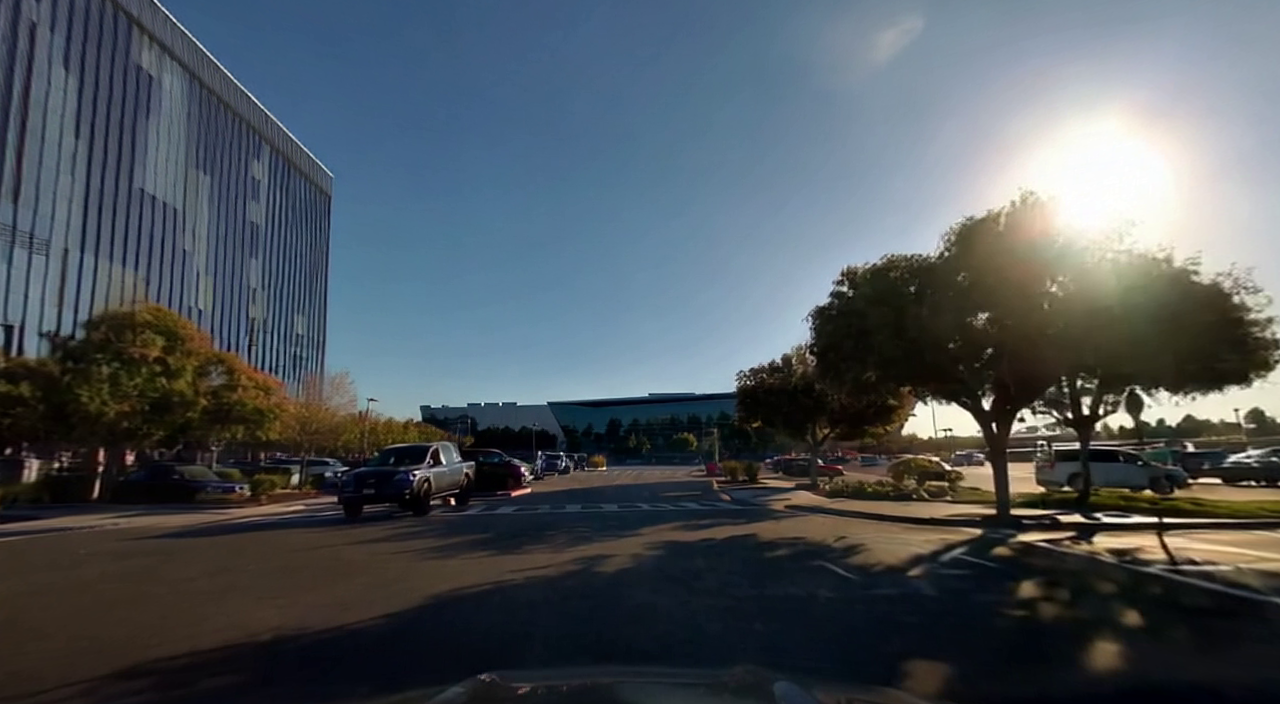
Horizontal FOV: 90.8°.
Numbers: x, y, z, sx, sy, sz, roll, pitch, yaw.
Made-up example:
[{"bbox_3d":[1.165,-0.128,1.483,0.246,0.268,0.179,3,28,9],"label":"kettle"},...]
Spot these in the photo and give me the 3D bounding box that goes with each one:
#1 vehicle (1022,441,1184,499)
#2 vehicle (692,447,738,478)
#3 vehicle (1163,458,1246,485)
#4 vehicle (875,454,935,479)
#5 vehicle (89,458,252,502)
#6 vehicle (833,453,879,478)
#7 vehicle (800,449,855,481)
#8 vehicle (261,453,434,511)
[{"bbox_3d":[16.476,4.188,22.928,2.048,1.852,4.998,0,-9,0],"label":"vehicle"},{"bbox_3d":[4.545,6.822,39.311,2.262,1.794,5.331,0,-8,1],"label":"vehicle"},{"bbox_3d":[31.251,6.584,35.057,1.519,1.371,3.278,0,-8,0],"label":"vehicle"},{"bbox_3d":[17.089,7.386,40.973,1.971,1.478,4.477,0,-8,1],"label":"vehicle"},{"bbox_3d":[-16.552,4.502,22.409,4.331,1.437,1.876,0,-9,3],"label":"vehicle"},{"bbox_3d":[14.197,7.445,41.651,1.935,1.477,3.719,-1,-9,4],"label":"vehicle"},{"bbox_3d":[10.518,6.348,35.769,1.936,1.673,4.305,0,-8,2],"label":"vehicle"},{"bbox_3d":[-8.674,3.827,18.958,4.442,1.504,1.809,4,-10,-27],"label":"vehicle"}]
